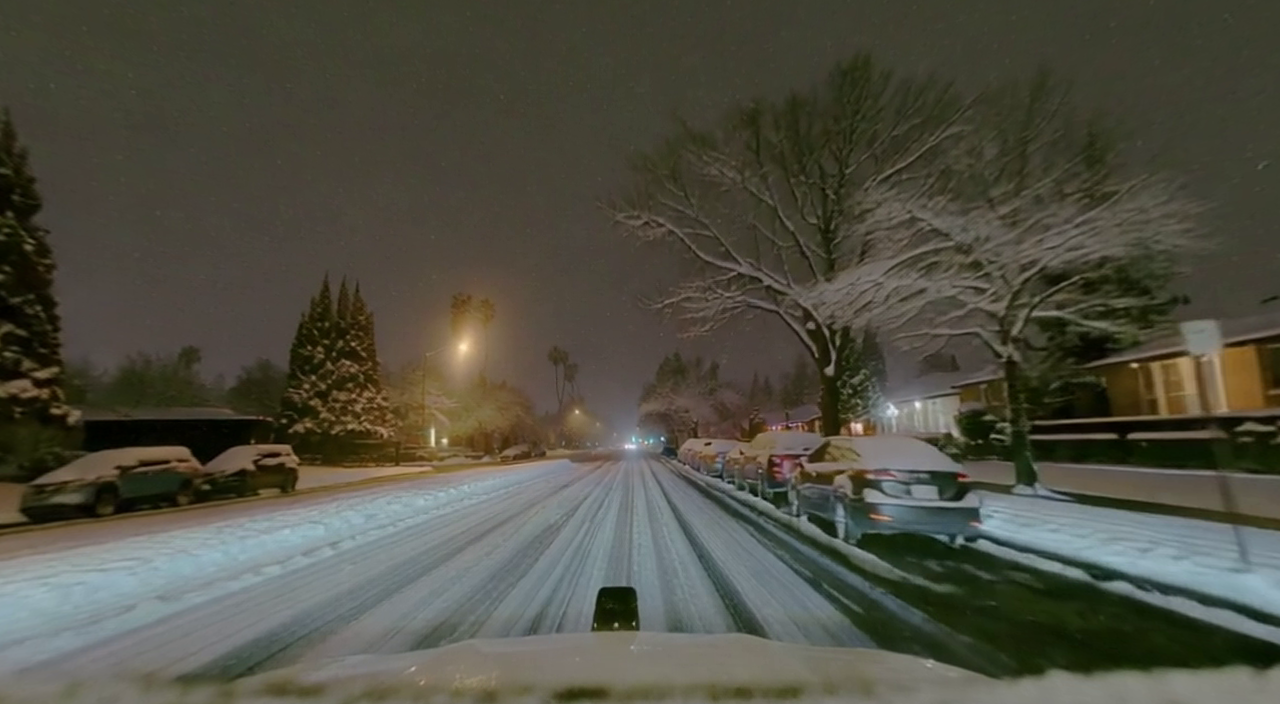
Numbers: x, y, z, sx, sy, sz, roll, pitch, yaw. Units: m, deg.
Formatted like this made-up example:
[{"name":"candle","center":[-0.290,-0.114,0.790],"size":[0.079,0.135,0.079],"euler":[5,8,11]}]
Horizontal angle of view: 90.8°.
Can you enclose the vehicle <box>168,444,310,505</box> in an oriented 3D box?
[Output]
[{"name":"vehicle","center":[-13.711,4.153,22.004],"size":[1.926,1.790,4.494],"euler":[0,-7,1]}]

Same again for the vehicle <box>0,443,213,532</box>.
[{"name":"vehicle","center":[-13.640,3.349,16.365],"size":[2.047,1.783,4.572],"euler":[-1,-7,-2]}]

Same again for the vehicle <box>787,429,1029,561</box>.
[{"name":"vehicle","center":[3.700,2.036,9.773],"size":[1.981,1.546,4.372],"euler":[0,-9,3]}]
